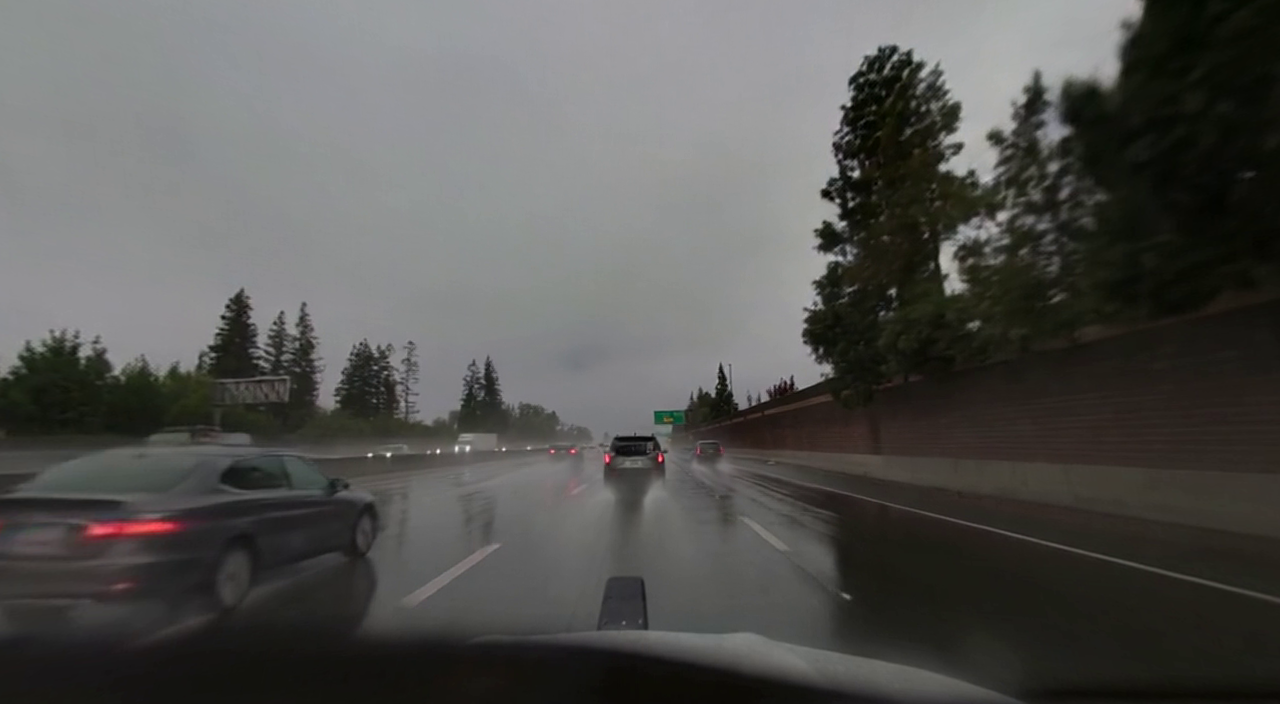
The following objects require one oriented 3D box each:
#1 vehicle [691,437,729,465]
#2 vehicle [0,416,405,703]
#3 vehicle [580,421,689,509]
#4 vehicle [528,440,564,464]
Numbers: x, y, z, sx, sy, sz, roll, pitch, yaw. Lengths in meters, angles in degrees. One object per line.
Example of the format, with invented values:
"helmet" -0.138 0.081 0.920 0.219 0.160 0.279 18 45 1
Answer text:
"vehicle" 4.784 6.845 43.791 2.017 1.847 4.299 0 -9 -1
"vehicle" -3.755 1.359 5.210 1.967 1.442 4.143 0 -9 1
"vehicle" -0.103 2.667 15.246 2.233 1.804 4.273 0 -9 0
"vehicle" -7.046 7.557 47.628 2.024 1.706 4.249 0 -9 1
